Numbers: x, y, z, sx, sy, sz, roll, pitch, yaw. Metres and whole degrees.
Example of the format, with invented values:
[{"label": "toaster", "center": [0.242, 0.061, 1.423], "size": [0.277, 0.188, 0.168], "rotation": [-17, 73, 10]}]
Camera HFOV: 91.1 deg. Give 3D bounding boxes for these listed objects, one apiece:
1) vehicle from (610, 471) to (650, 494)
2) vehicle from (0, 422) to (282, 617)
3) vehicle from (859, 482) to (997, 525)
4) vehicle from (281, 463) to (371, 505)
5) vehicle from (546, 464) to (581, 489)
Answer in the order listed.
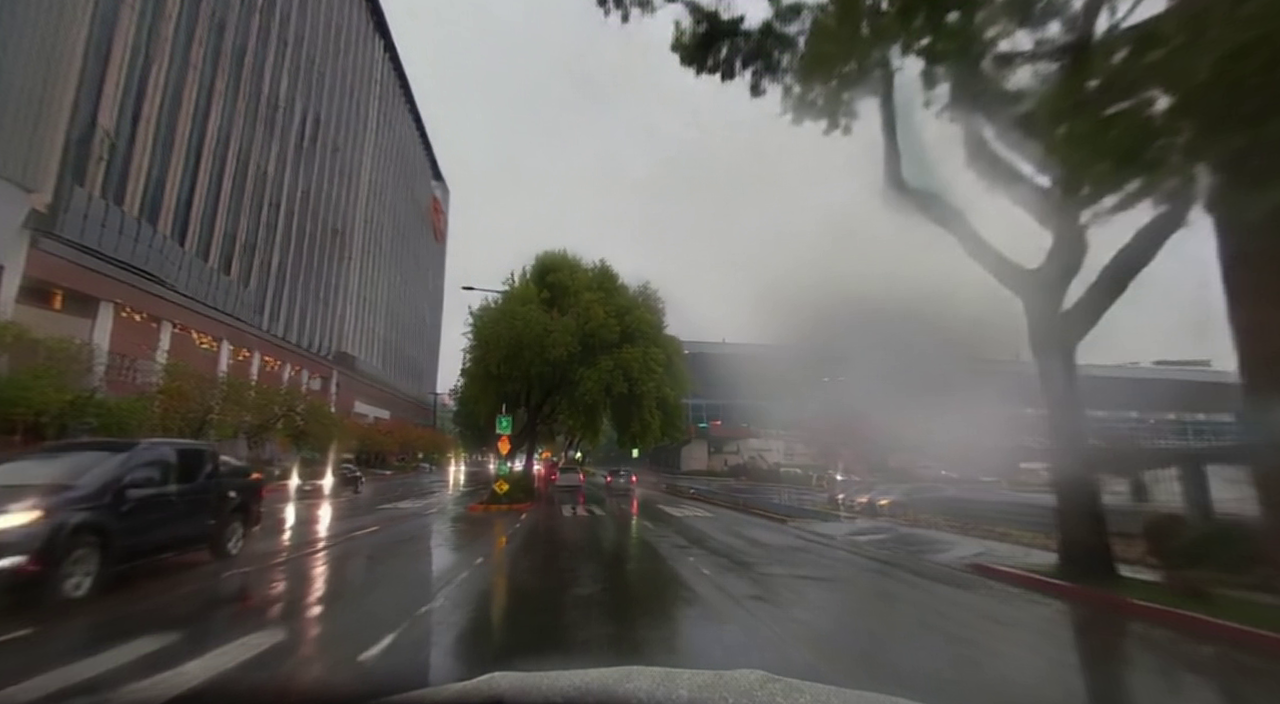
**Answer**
[{"label": "vehicle", "center": [-0.584, 7.254, 35.032], "size": [1.775, 1.186, 2.933], "rotation": [2, -10, -10]}, {"label": "vehicle", "center": [-6.632, 1.871, 7.810], "size": [2.011, 1.701, 4.519], "rotation": [2, -10, -6]}, {"label": "vehicle", "center": [10.801, 5.705, 23.790], "size": [4.302, 1.456, 1.832], "rotation": [1, -10, 1]}, {"label": "vehicle", "center": [-12.067, 5.068, 24.419], "size": [1.839, 1.456, 3.859], "rotation": [2, -10, -6]}, {"label": "vehicle", "center": [-5.027, 8.110, 41.137], "size": [2.005, 1.498, 3.643], "rotation": [3, -10, -10]}]
